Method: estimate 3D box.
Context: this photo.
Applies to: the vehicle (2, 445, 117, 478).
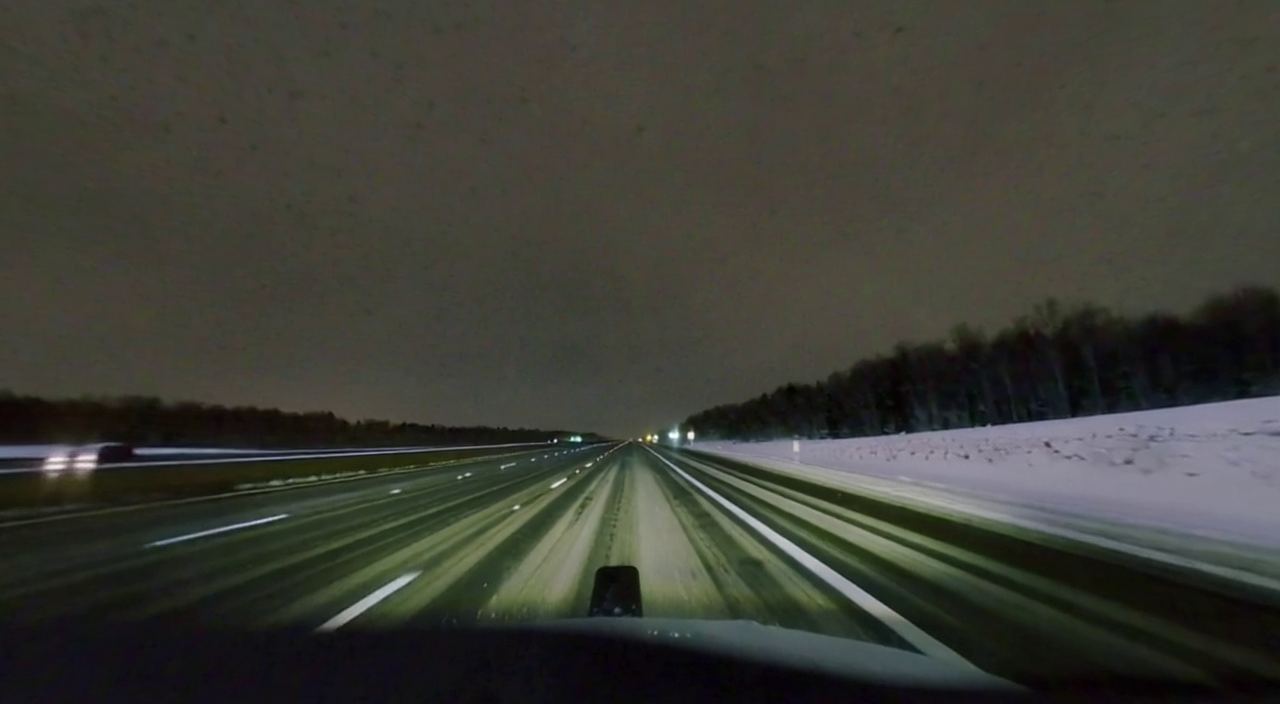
[{"bbox_3d":[-28.790,5.397,31.380,1.793,1.487,4.216,0,-8,-1],"label":"vehicle"}]
